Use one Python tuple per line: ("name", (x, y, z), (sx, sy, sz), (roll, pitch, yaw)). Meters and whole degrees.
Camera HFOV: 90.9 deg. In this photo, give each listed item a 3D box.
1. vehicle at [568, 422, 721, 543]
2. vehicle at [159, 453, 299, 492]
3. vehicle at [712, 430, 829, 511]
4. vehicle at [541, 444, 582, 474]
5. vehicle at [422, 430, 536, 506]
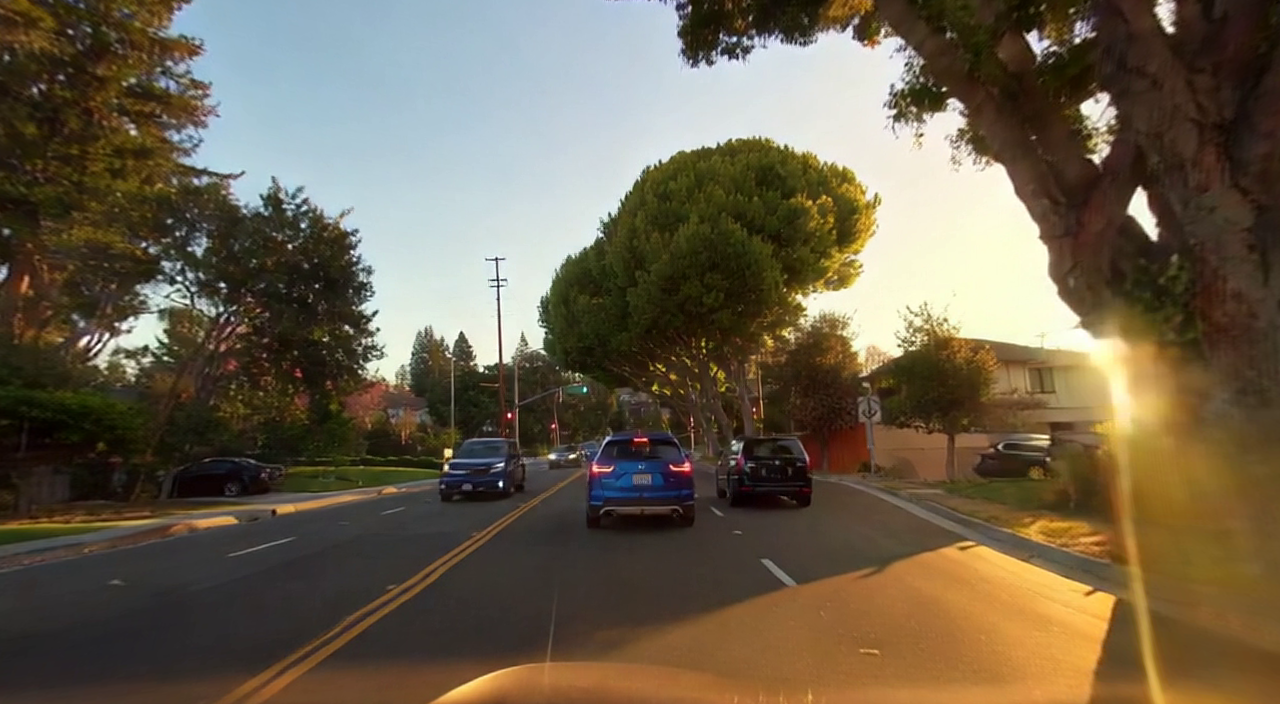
("vehicle", (0.039, 2.160, 11.043), (2.151, 1.695, 4.100), (0, -9, -1))
("vehicle", (-16.179, 4.749, 24.962), (4.245, 1.446, 1.827), (0, -9, 0))
("vehicle", (3.076, 2.905, 15.902), (1.967, 1.756, 4.281), (0, -9, -1))
("vehicle", (-4.888, 6.699, 39.714), (2.063, 1.727, 3.923), (0, -9, 0))
("vehicle", (-4.671, 3.457, 19.333), (2.138, 1.938, 5.584), (0, -9, -1))
